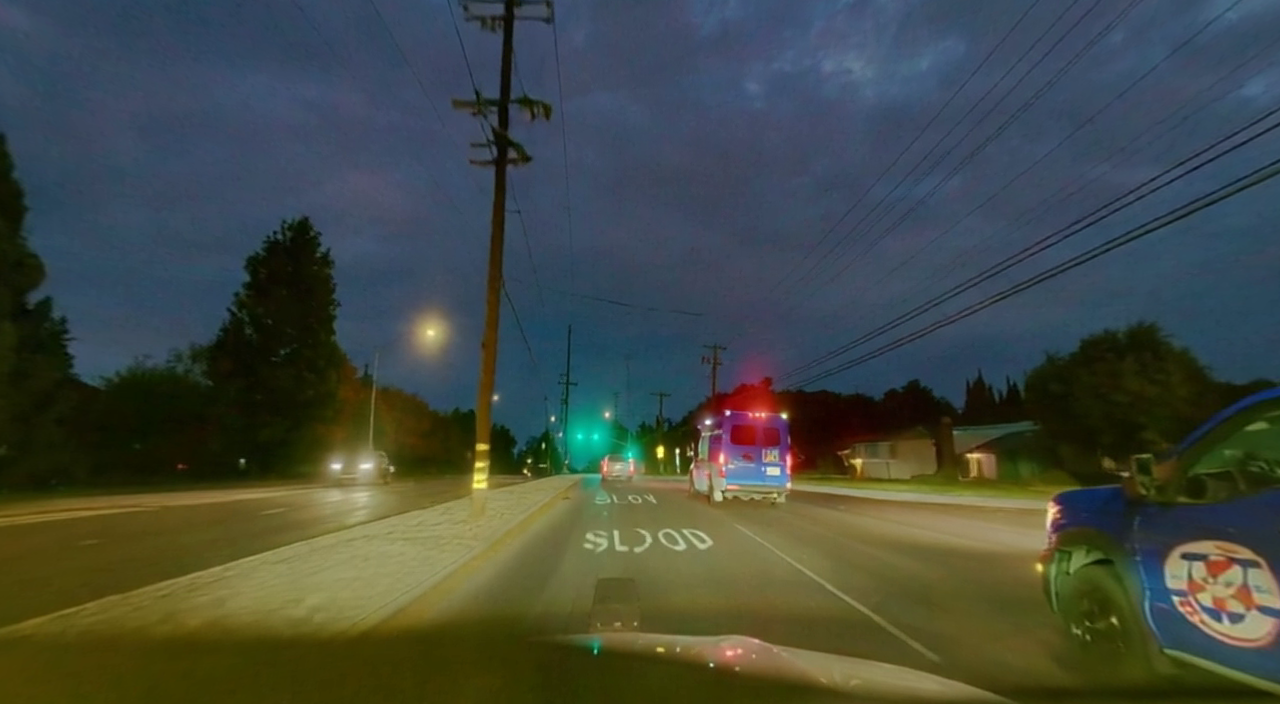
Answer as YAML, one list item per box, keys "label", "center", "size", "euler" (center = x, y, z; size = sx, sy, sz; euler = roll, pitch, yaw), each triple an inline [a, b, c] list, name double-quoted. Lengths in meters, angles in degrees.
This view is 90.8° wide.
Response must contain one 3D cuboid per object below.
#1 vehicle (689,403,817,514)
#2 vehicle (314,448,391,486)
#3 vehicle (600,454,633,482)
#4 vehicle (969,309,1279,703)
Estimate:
- label: "vehicle"
  center: [3.000, 3.052, 18.412]
  size: [2.406, 2.687, 5.521]
  euler: [0, -9, -3]
- label: "vehicle"
  center: [-13.907, 5.532, 30.848]
  size: [1.909, 1.705, 4.126]
  euler: [0, -9, -2]
- label: "vehicle"
  center: [-1.598, 7.617, 41.747]
  size: [2.114, 1.707, 3.725]
  euler: [0, -9, -3]
- label: "vehicle"
  center: [3.624, 0.750, 2.189]
  size: [2.194, 1.922, 4.822]
  euler: [0, -9, -2]
